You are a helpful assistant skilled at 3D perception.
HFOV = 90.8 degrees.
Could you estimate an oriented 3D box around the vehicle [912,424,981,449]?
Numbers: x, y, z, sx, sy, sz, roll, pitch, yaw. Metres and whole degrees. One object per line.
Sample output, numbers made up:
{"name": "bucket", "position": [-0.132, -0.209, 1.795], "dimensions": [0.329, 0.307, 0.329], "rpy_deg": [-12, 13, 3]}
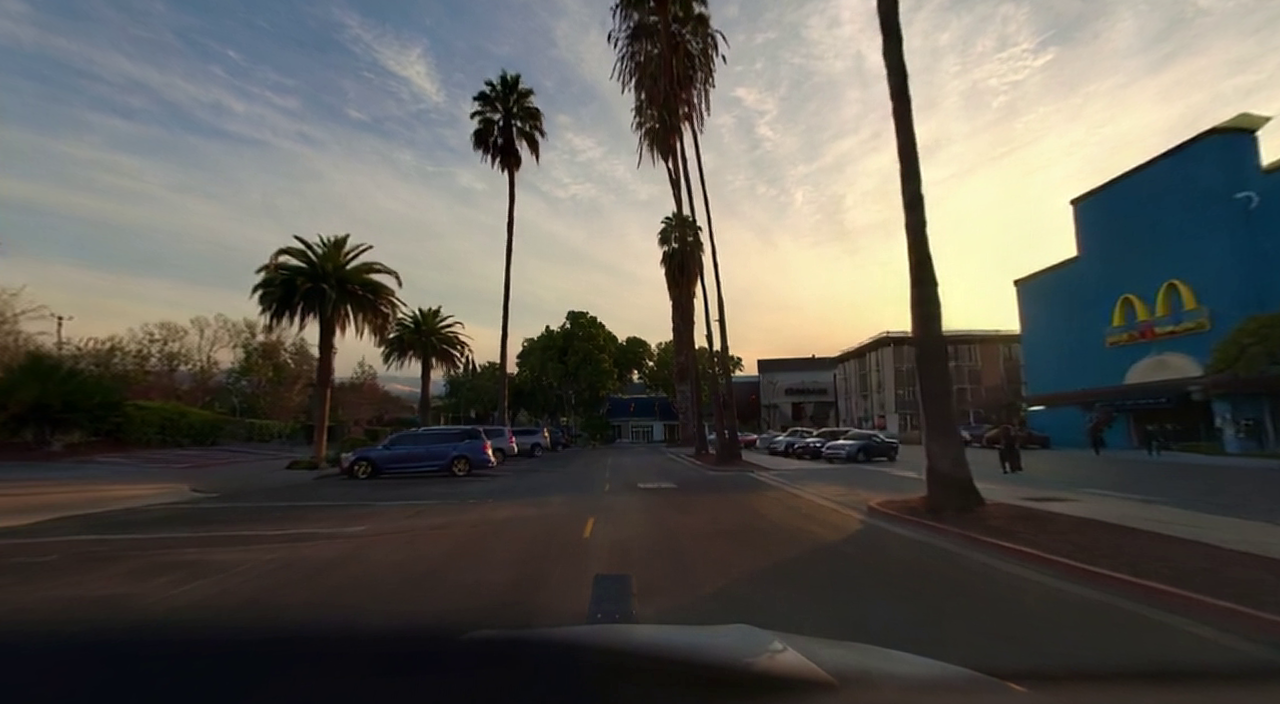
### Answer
{"name": "vehicle", "position": [21.100, 5.869, 43.517], "dimensions": [4.120, 1.659, 1.894], "rpy_deg": [-5, -10, 28]}

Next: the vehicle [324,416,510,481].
{"name": "vehicle", "position": [-7.101, 3.102, 20.319], "dimensions": [5.210, 1.834, 2.281], "rpy_deg": [5, -10, -30]}

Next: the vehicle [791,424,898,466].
{"name": "vehicle", "position": [9.267, 4.197, 28.582], "dimensions": [4.509, 1.759, 2.077], "rpy_deg": [5, -10, -30]}
